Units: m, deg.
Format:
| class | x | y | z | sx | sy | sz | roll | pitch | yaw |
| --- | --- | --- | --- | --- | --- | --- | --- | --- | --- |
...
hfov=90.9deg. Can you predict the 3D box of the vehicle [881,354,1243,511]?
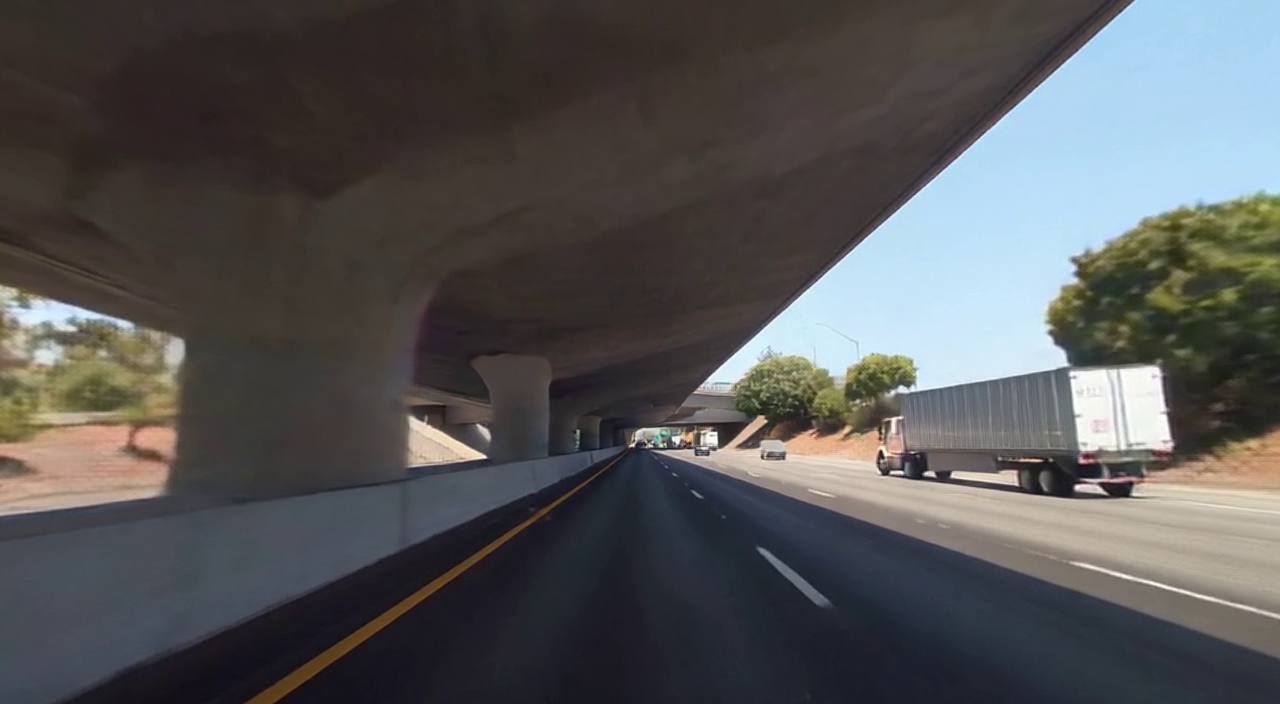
| class | x | y | z | sx | sy | sz | roll | pitch | yaw |
| --- | --- | --- | --- | --- | --- | --- | --- | --- | --- |
| vehicle | 10.755 | 2.435 | 18.499 | 2.960 | 3.207 | 10.950 | 0 | -8 | -1 |
